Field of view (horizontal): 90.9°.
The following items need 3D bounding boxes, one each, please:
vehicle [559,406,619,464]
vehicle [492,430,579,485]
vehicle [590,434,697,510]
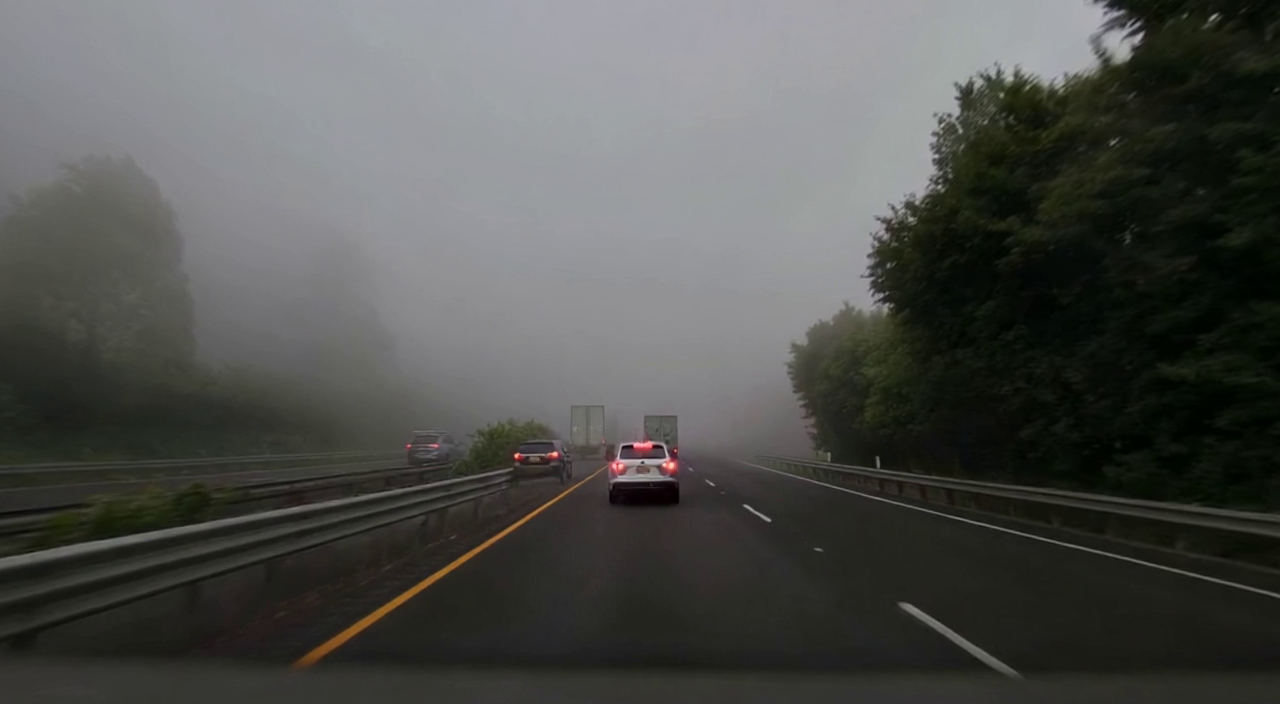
[{"bbox_3d":[-3.231,5.923,43.927,2.999,3.435,12.740,0,-9,1],"label":"vehicle"},{"bbox_3d":[-3.525,3.683,22.130,2.177,1.699,4.431,0,-9,2],"label":"vehicle"},{"bbox_3d":[0.065,2.620,14.153,2.057,1.449,3.931,0,-9,0],"label":"vehicle"}]
